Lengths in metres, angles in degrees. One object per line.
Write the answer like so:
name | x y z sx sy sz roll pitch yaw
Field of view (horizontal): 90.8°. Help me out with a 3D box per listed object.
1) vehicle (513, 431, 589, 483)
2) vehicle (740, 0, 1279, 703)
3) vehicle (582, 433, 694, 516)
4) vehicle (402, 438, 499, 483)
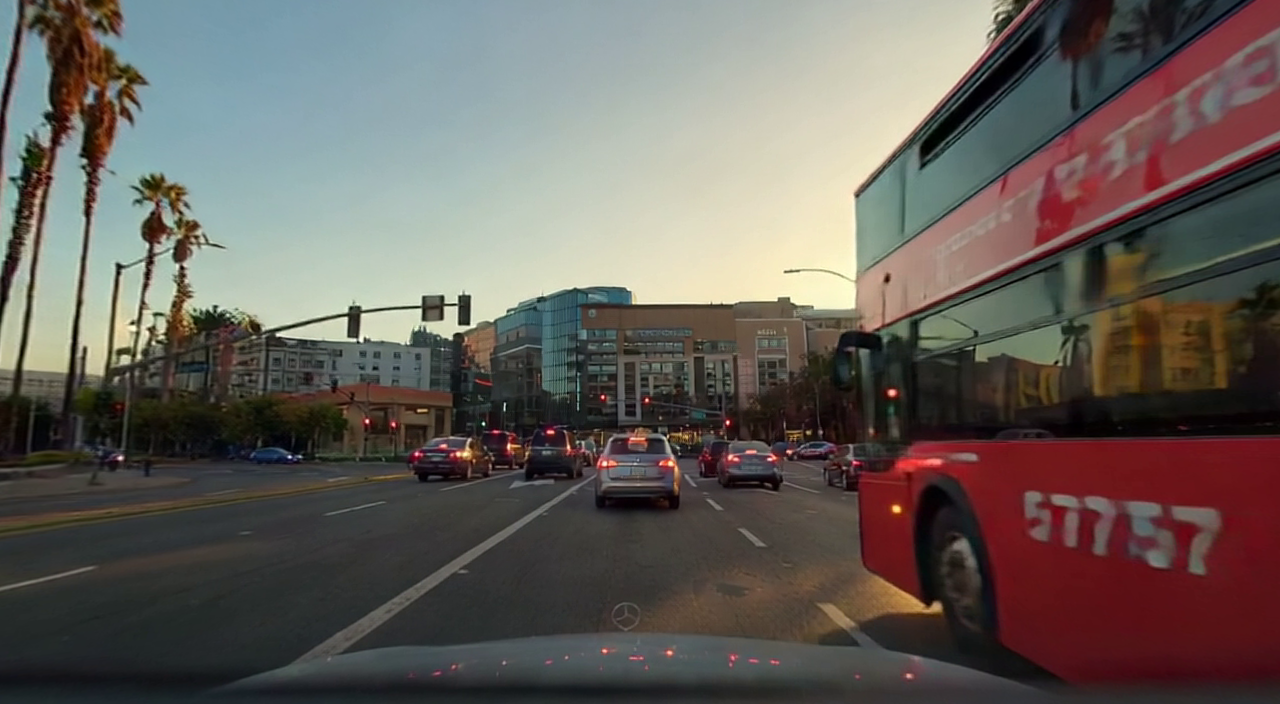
vehicle | -3.164 3.867 23.442 2.020 1.721 4.366 -1 -9 2
vehicle | 3.567 0.224 6.297 2.970 4.015 13.606 0 -9 0
vehicle | -0.030 2.529 13.539 2.060 1.499 3.831 0 -9 0
vehicle | -6.819 3.965 23.360 1.927 1.480 4.832 0 -9 2
